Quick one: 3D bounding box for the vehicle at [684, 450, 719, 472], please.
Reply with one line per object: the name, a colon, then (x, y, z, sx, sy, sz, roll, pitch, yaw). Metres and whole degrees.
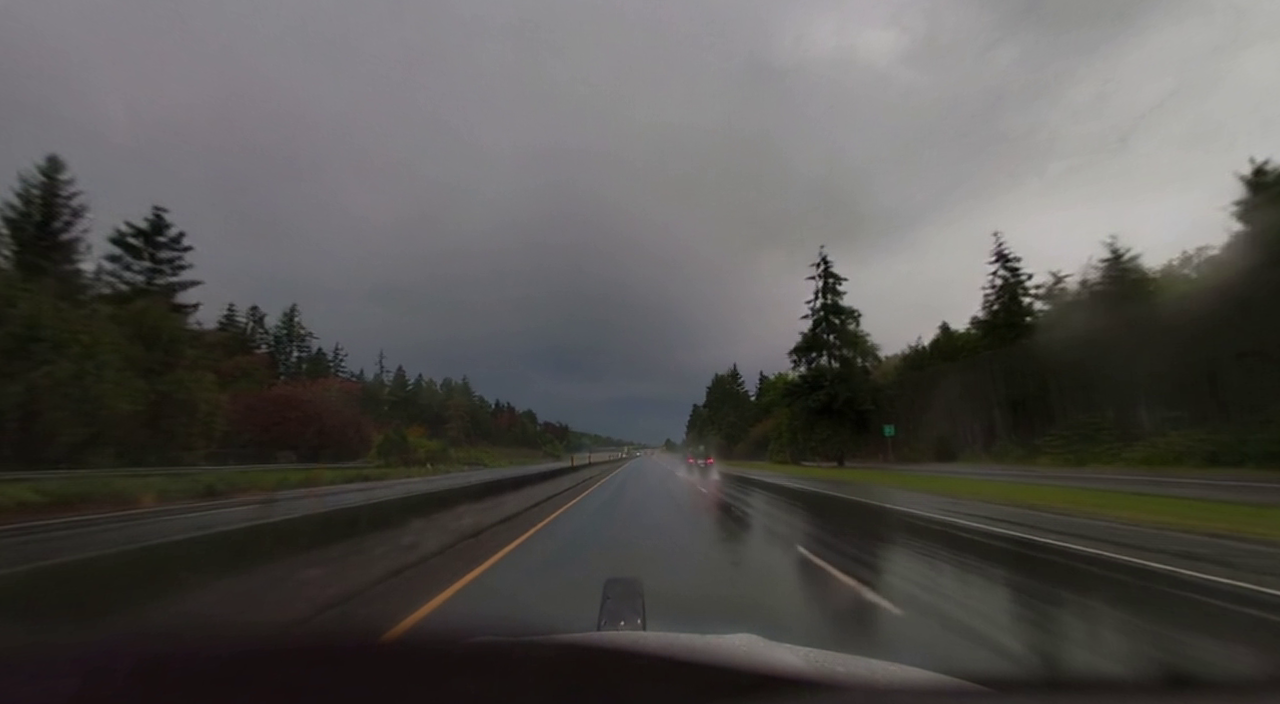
vehicle: (4.252, 7.639, 44.406, 1.984, 1.481, 4.376, 0, -9, 0)
